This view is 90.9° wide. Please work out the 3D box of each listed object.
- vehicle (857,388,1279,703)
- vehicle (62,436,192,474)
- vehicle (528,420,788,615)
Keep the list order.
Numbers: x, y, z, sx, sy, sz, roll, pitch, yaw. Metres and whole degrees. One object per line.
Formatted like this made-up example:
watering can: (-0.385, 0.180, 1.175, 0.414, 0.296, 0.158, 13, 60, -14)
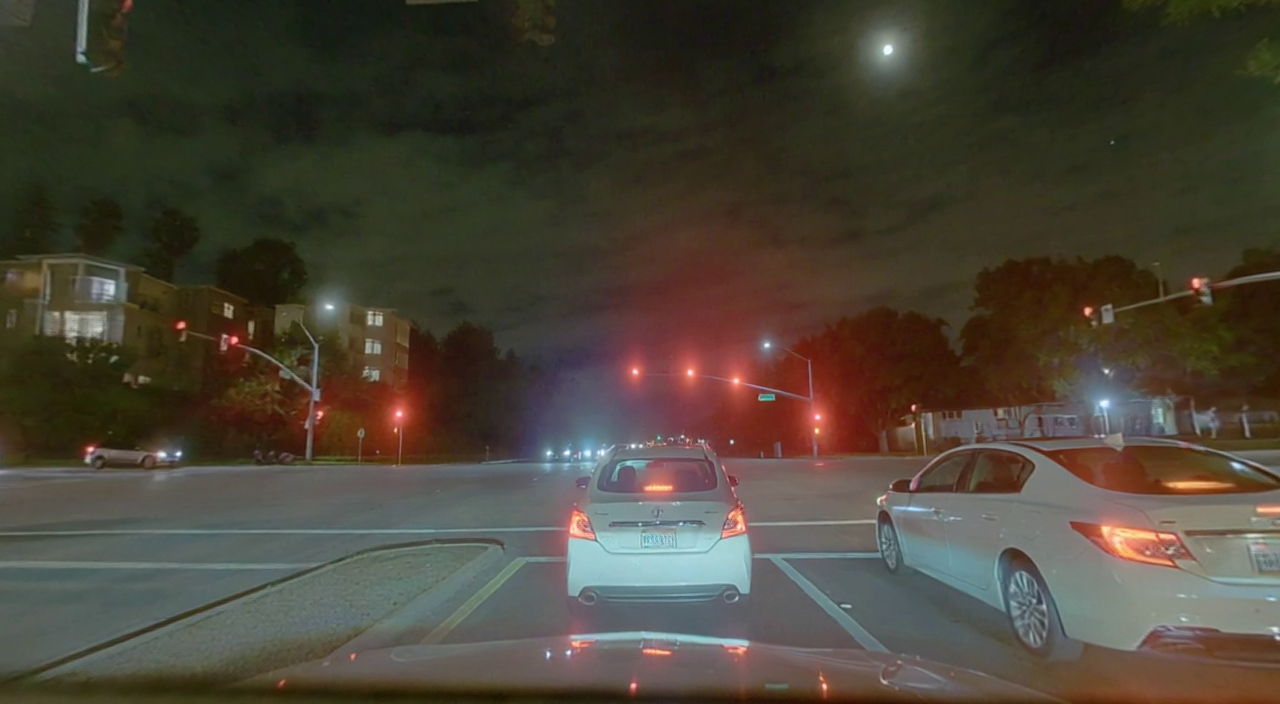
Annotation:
vehicle: (3.168, 1.122, 3.897, 1.931, 1.493, 4.555, 0, -8, -1)
vehicle: (-24.287, 4.869, 29.982, 4.450, 1.684, 1.894, 0, -8, 0)
vehicle: (0.100, 1.565, 6.877, 2.017, 1.485, 3.813, 0, -8, -1)
